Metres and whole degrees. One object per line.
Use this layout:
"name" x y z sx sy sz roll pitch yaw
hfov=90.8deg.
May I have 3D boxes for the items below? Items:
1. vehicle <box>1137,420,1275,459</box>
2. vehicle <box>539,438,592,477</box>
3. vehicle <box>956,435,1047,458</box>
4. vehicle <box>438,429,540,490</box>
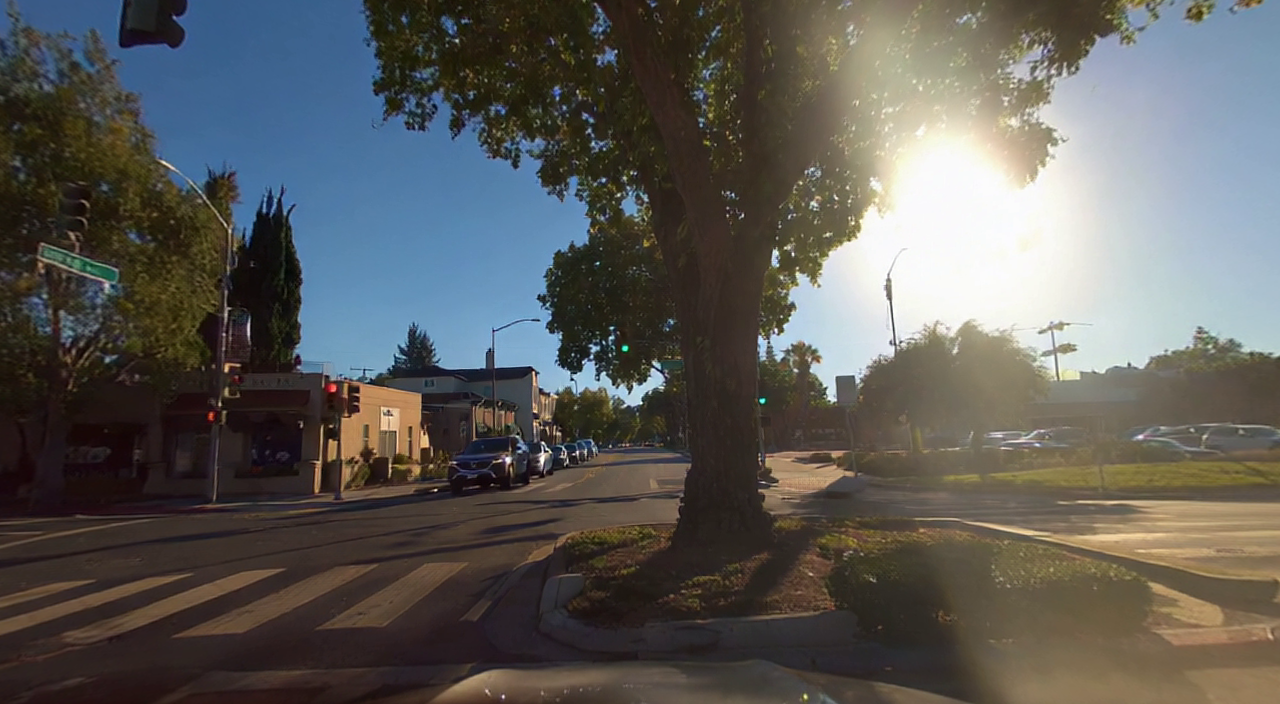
"vehicle" 33.254 5.164 37.243 5.969 2.149 2.331 0 -9 -3
"vehicle" -3.667 5.287 31.889 2.120 1.783 4.788 0 -9 0
"vehicle" 25.002 6.556 43.839 5.172 1.515 1.851 0 -8 -2
"vehicle" -6.514 4.776 28.524 2.896 2.339 7.322 0 -8 -1
